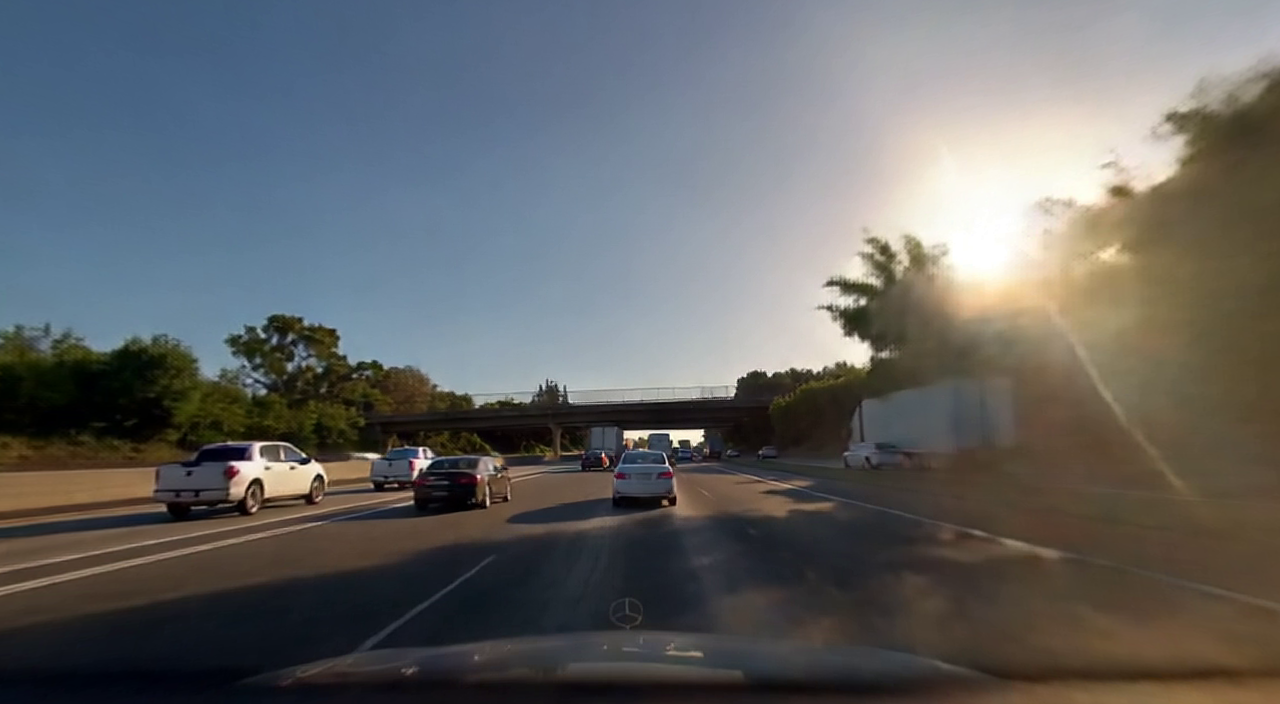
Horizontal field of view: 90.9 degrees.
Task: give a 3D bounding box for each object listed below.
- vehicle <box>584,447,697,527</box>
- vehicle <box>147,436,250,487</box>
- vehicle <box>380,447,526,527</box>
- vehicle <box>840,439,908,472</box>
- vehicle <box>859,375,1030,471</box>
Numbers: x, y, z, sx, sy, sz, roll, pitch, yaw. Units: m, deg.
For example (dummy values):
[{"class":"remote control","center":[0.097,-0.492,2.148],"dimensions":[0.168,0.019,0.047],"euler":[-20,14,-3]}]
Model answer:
[{"class":"vehicle","center":[0.026,2.781,13.524],"dimensions":[2.057,1.449,3.931],"euler":[0,-9,1]},{"class":"vehicle","center":[-31.715,7.852,45.600],"dimensions":[2.761,3.380,5.944],"euler":[-1,-9,3]},{"class":"vehicle","center":[-3.986,2.940,14.319],"dimensions":[1.929,1.509,4.331],"euler":[0,-9,1]},{"class":"vehicle","center":[11.568,5.131,31.411],"dimensions":[1.892,1.504,4.000],"euler":[0,-9,1]},{"class":"vehicle","center":[15.192,4.002,33.286],"dimensions":[2.825,4.085,12.815],"euler":[0,-9,1]}]
